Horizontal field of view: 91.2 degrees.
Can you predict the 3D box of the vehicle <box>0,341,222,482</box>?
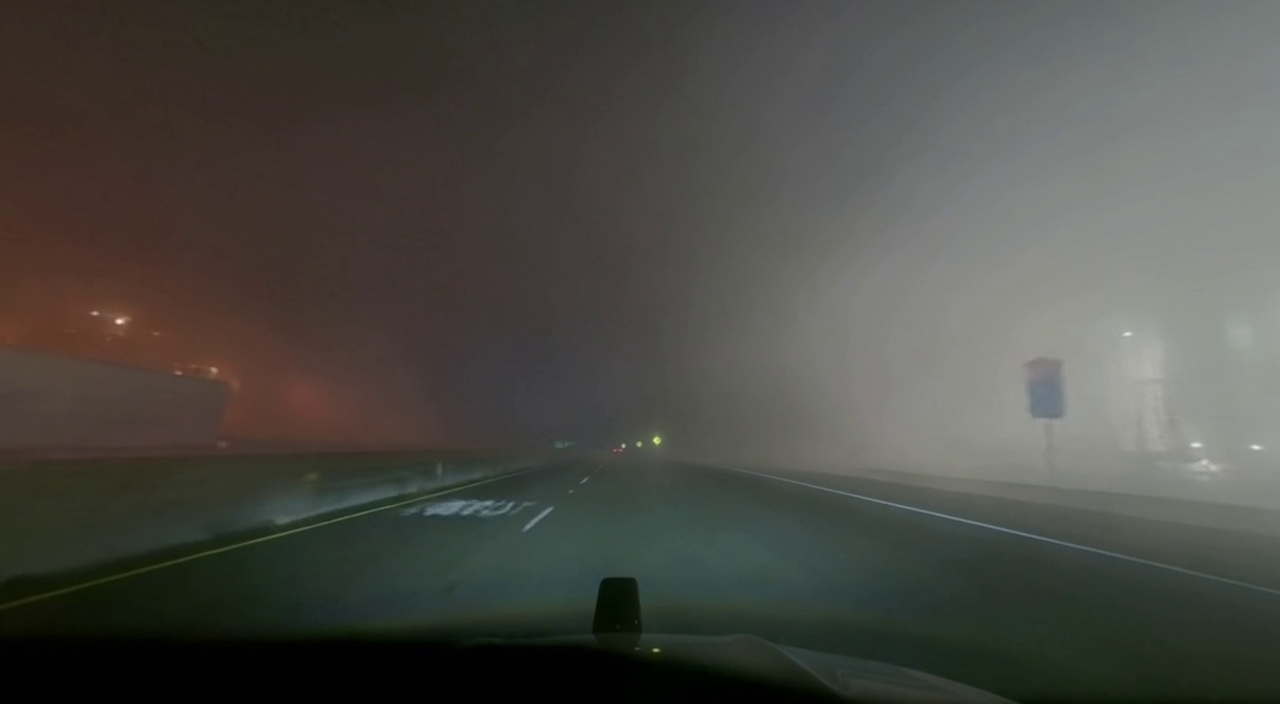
[{"bbox_3d":[-20.329,2.221,21.344,2.933,4.082,13.910,0,-9,-2],"label":"vehicle"}]
